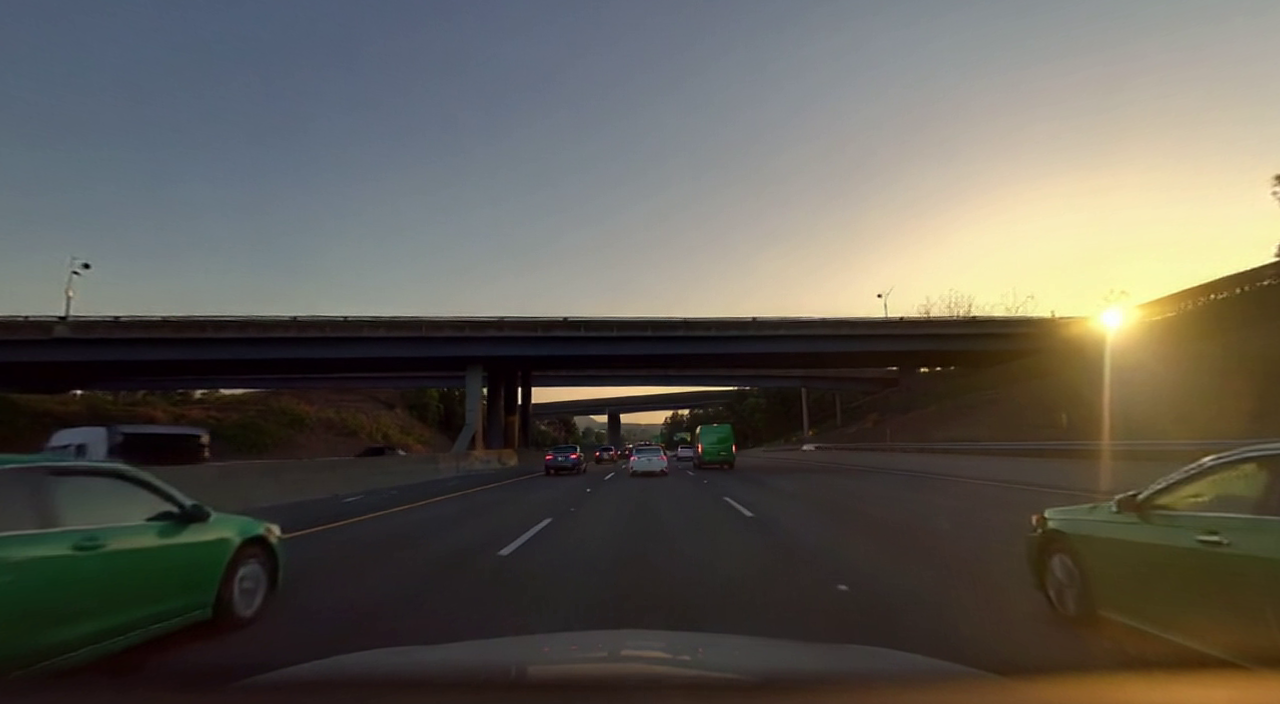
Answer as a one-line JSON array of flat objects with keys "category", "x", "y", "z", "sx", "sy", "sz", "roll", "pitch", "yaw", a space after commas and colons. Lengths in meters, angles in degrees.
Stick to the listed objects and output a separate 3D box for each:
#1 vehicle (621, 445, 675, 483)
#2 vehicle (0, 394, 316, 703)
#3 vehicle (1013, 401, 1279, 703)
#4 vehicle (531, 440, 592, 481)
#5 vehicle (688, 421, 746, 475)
[{"category": "vehicle", "x": 0.322, "y": 4.802, "z": 27.398, "sx": 2.174, "sy": 1.467, "sz": 4.005, "roll": 0, "pitch": -8, "yaw": 0}, {"category": "vehicle", "x": -3.743, "y": 1.040, "z": 3.118, "sx": 2.137, "sy": 1.562, "sz": 3.926, "roll": 0, "pitch": -8, "yaw": 1}, {"category": "vehicle", "x": 4.077, "y": 0.992, "z": 2.830, "sx": 2.085, "sy": 1.558, "sz": 4.466, "roll": 0, "pitch": -8, "yaw": 1}, {"category": "vehicle", "x": -3.455, "y": 4.873, "z": 28.616, "sx": 2.078, "sy": 1.706, "sz": 4.298, "roll": -1, "pitch": -8, "yaw": 2}, {"category": "vehicle", "x": 4.224, "y": 5.422, "z": 35.883, "sx": 2.436, "sy": 2.745, "sz": 6.607, "roll": 0, "pitch": -8, "yaw": 0}]
